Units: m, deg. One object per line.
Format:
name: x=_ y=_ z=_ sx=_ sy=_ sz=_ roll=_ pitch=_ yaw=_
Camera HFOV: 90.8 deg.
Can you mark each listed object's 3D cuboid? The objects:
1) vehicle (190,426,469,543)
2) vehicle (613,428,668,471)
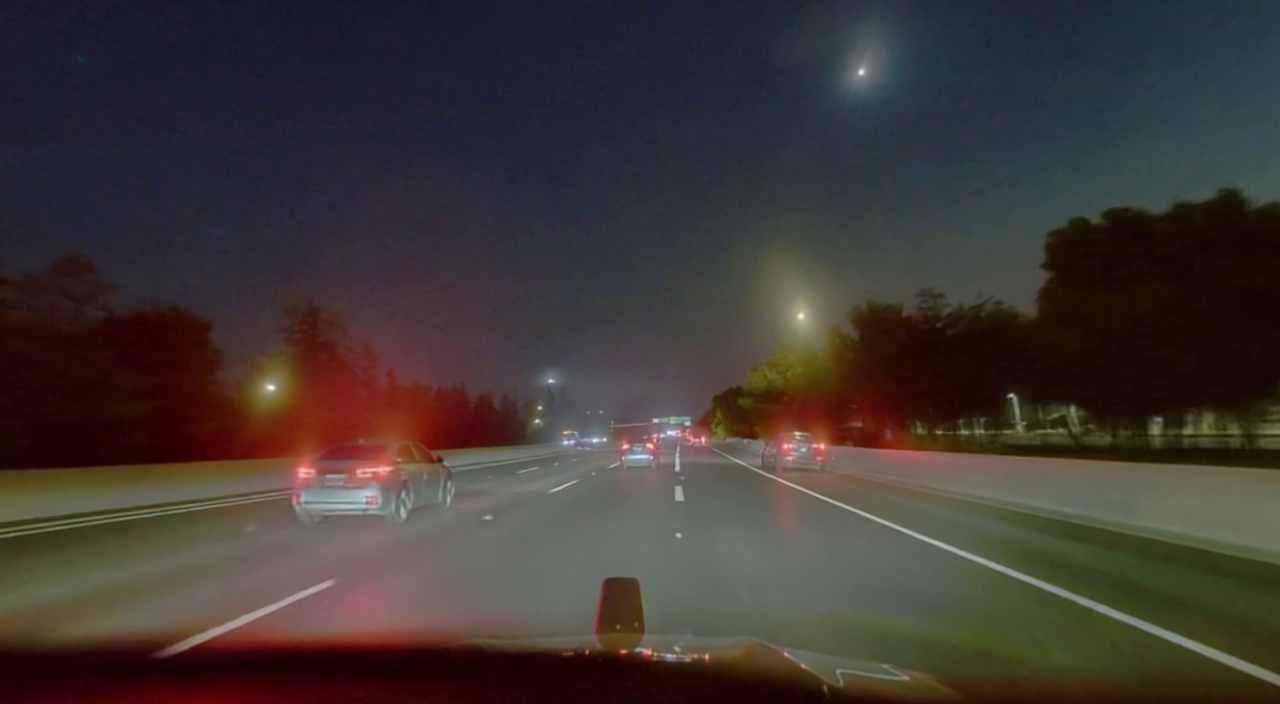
vehicle: x=-4.613 y=2.037 z=10.470 sx=1.981 sy=1.460 sz=4.792 roll=-1 pitch=-8 yaw=3
vehicle: x=0.115 y=4.147 z=27.065 sx=2.082 sy=1.638 sz=4.644 roll=-1 pitch=-8 yaw=3
